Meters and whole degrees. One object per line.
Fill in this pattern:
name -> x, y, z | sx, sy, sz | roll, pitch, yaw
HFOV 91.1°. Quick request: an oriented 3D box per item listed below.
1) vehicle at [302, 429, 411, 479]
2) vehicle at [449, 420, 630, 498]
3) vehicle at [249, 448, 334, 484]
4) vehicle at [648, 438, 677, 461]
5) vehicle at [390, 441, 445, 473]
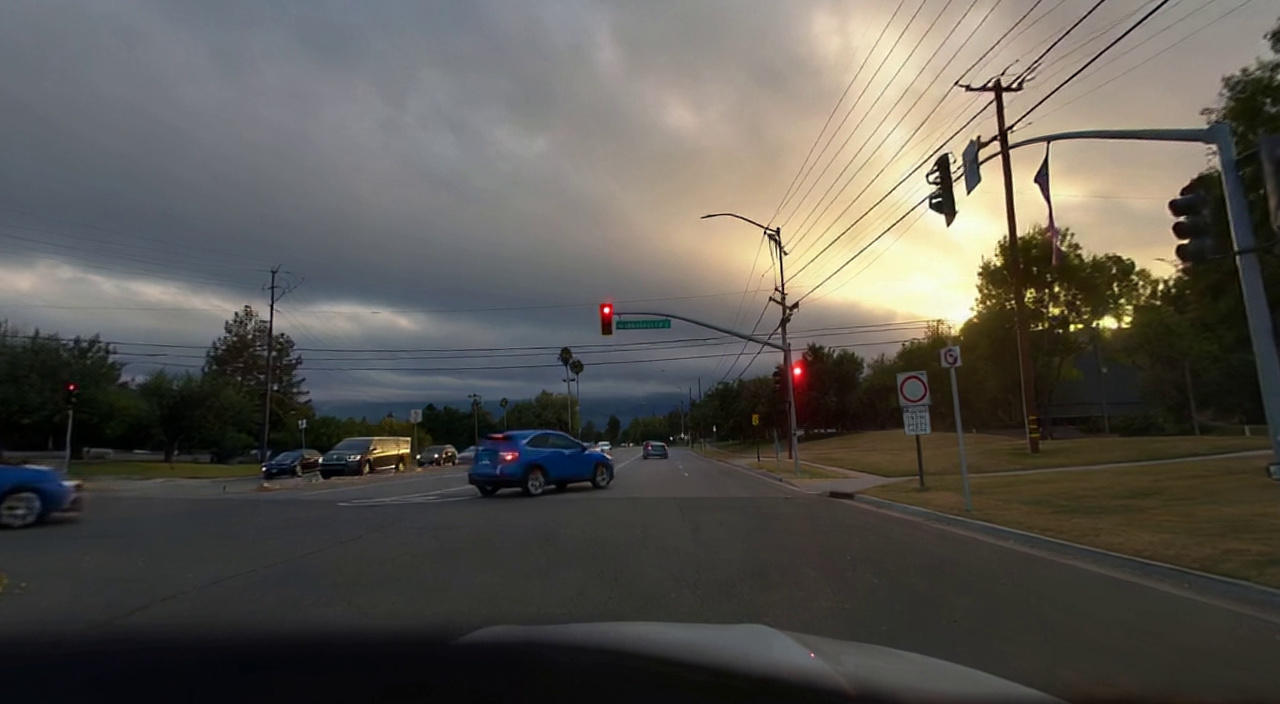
vehicle -> -13.137, 4.762, 29.614 | 2.350, 2.104, 5.828 | 0, -8, 1
vehicle -> -2.791, 3.214, 19.316 | 2.137, 1.986, 5.930 | -5, -10, 30
vehicle -> -17.110, 5.596, 31.054 | 1.942, 1.477, 3.957 | -4, -9, 0
vehicle -> 1.685, 7.474, 48.183 | 2.051, 1.666, 4.607 | 0, -8, 1
vehicle -> -13.247, 6.298, 37.621 | 1.772, 1.647, 4.221 | -4, -9, 0
